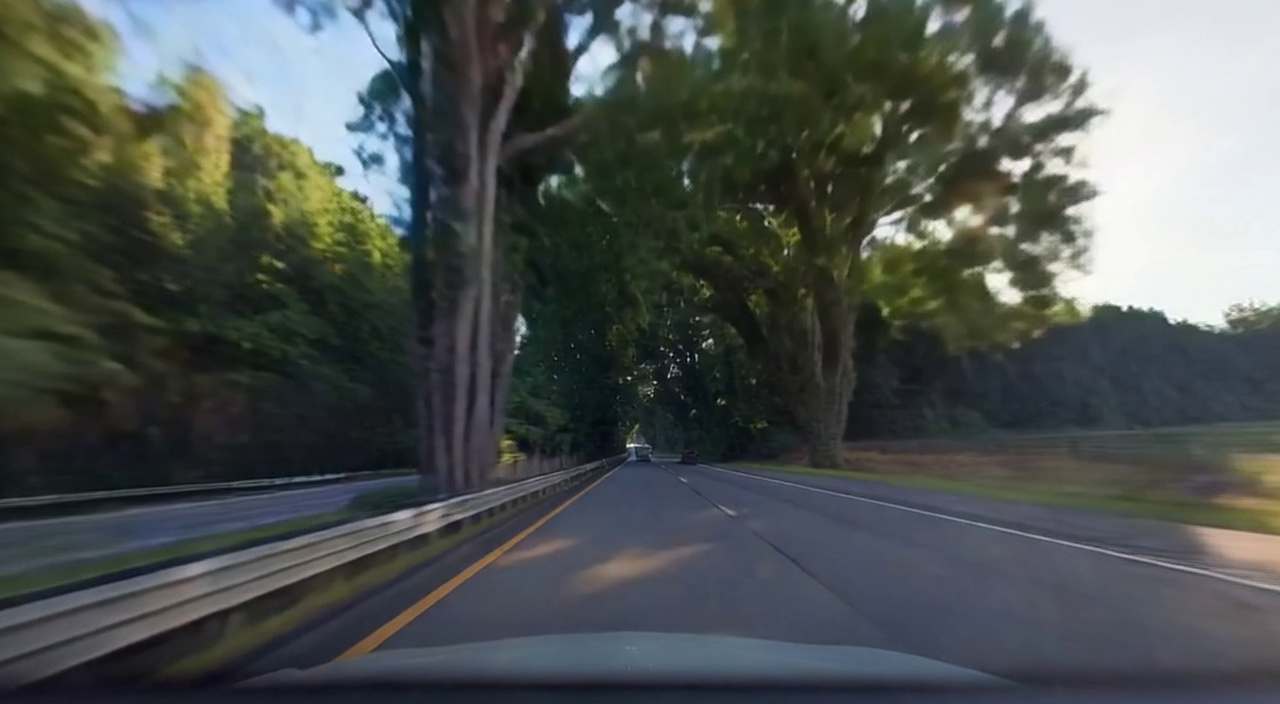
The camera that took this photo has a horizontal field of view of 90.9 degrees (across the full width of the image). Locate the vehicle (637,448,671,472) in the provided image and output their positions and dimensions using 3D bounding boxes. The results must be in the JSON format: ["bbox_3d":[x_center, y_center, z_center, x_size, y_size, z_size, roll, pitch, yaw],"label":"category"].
[{"bbox_3d":[0.908,7.311,42.888,2.162,1.492,3.975,0,-9,-1],"label":"vehicle"}]
